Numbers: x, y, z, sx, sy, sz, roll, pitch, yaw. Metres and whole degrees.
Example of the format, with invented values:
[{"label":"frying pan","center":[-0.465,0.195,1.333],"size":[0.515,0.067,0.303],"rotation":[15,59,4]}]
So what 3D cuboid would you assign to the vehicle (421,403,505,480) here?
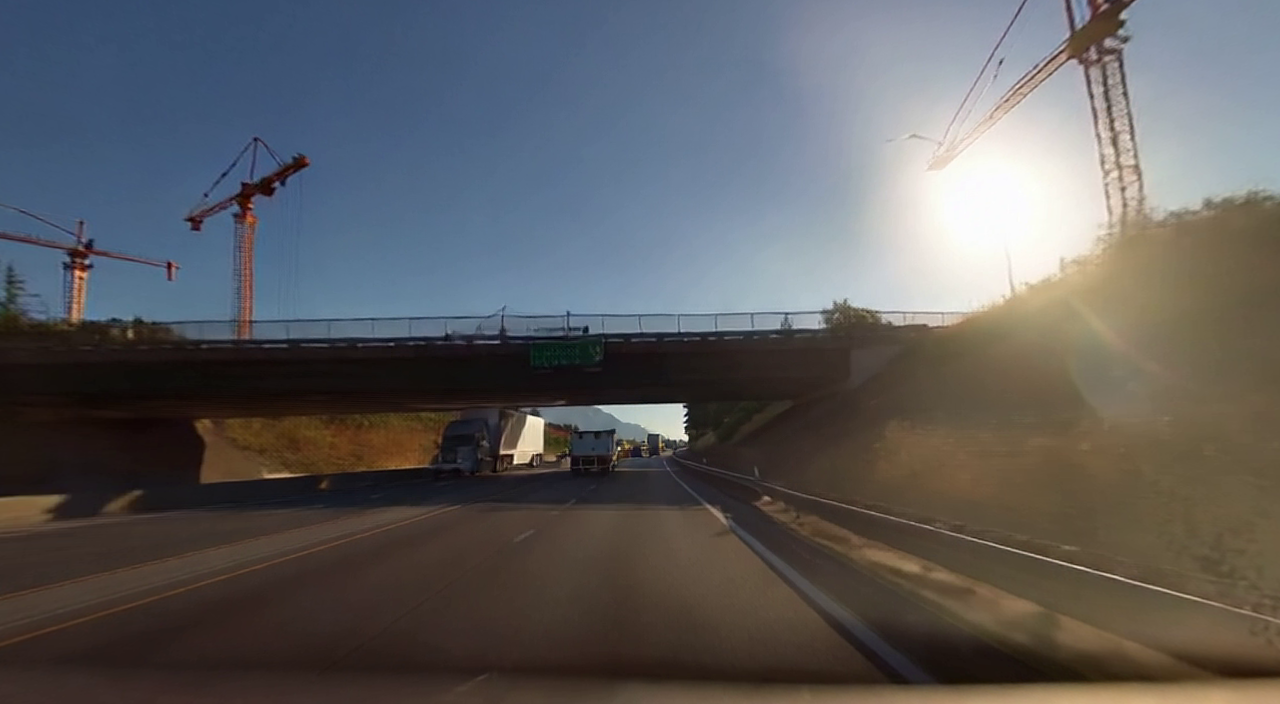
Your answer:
[{"label":"vehicle","center":[-9.802,5.098,35.663],"size":[2.918,3.990,5.826],"rotation":[0,-9,1]}]

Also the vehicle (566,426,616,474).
[{"label":"vehicle","center":[-2.965,6.239,40.168],"size":[2.565,2.771,6.641],"rotation":[0,-9,1]}]
